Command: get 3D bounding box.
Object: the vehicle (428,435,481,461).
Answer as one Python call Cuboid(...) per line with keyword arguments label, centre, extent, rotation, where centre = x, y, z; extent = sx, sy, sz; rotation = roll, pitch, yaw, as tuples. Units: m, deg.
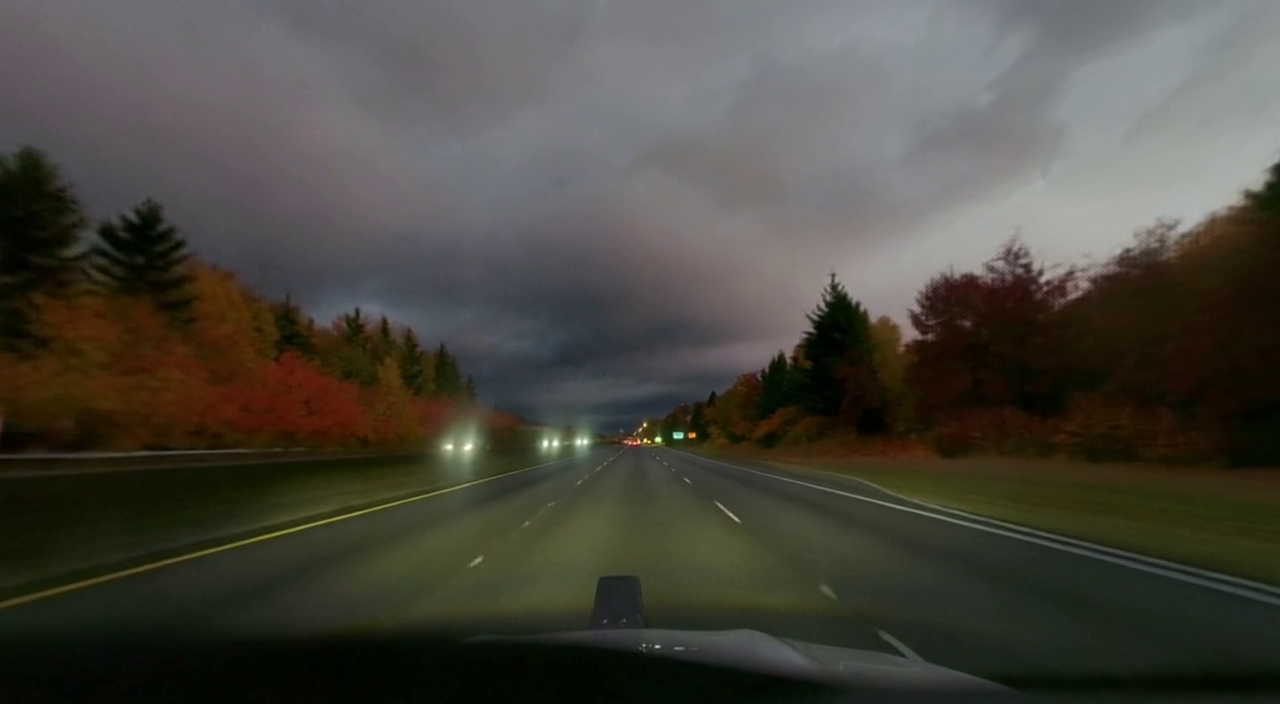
Cuboid(label="vehicle", centre=(-11.469, 5.953, 39.133), extent=(1.904, 1.504, 4.525), rotation=(0, -8, 0))
